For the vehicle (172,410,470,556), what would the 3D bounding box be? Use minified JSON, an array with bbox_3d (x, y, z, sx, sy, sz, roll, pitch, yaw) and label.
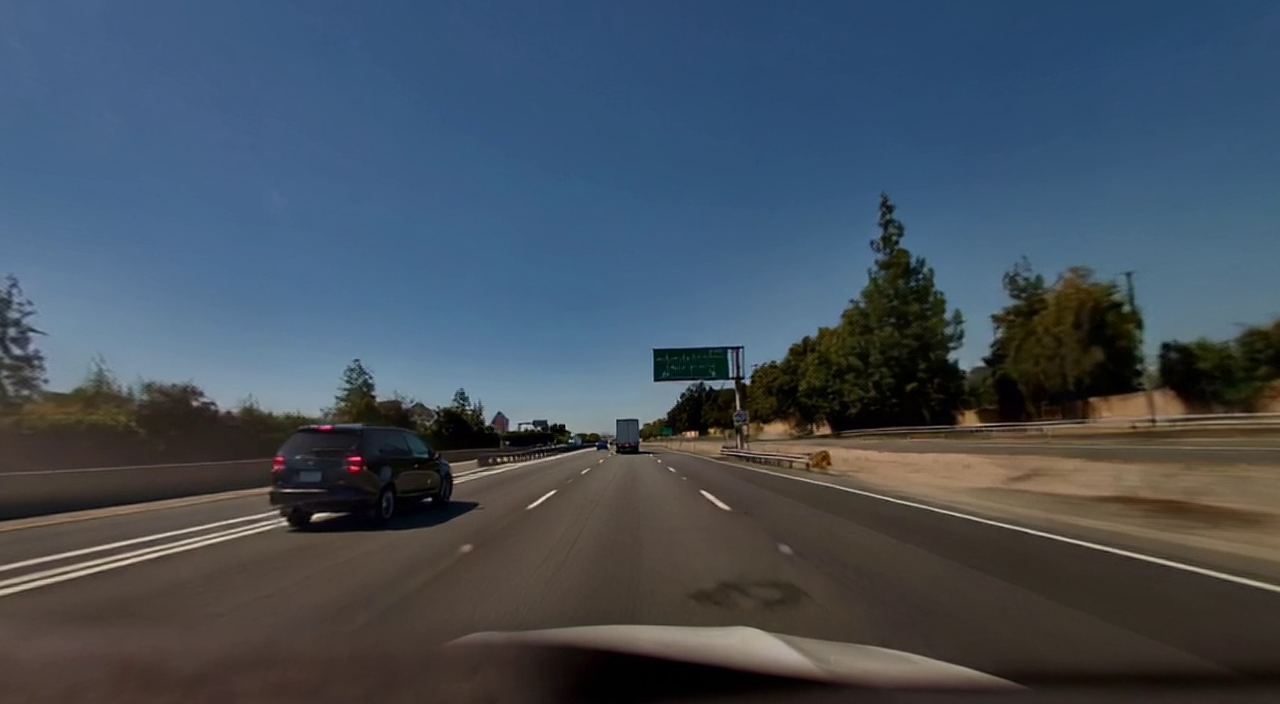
[{"bbox_3d":[-4.274,1.811,9.587,2.123,1.655,4.688,0,-8,-1],"label":"vehicle"}]
